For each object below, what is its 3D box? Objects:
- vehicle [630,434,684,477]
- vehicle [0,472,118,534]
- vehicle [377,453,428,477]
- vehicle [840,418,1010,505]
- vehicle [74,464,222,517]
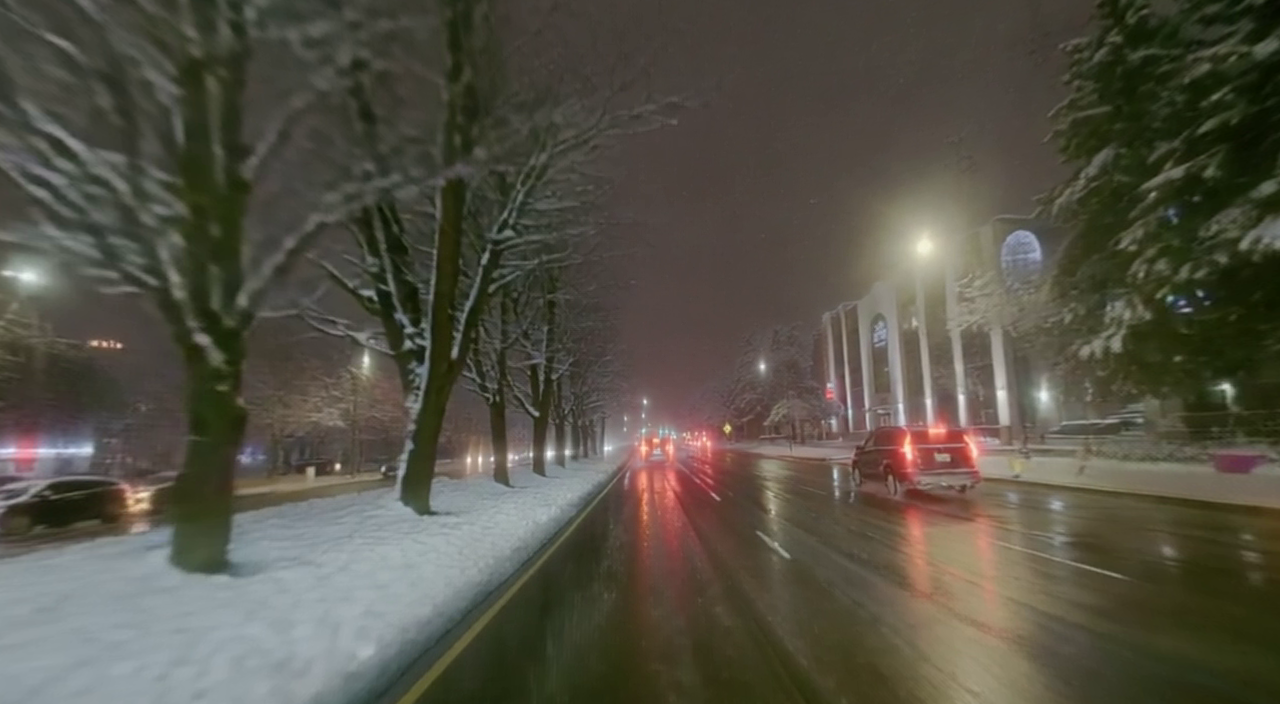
[{"bbox_3d":[0.680,4.379,26.900,2.125,1.669,3.880,0,-8,0],"label":"vehicle"},{"bbox_3d":[-18.543,4.483,18.910,1.817,1.540,4.548,0,-8,1],"label":"vehicle"},{"bbox_3d":[-17.991,8.579,47.938,1.947,1.609,4.589,-1,-8,2],"label":"vehicle"},{"bbox_3d":[6.715,2.631,15.578,1.963,1.783,4.722,0,-8,0],"label":"vehicle"},{"bbox_3d":[-18.396,5.149,23.906,1.866,1.659,4.597,0,-8,0],"label":"vehicle"}]
